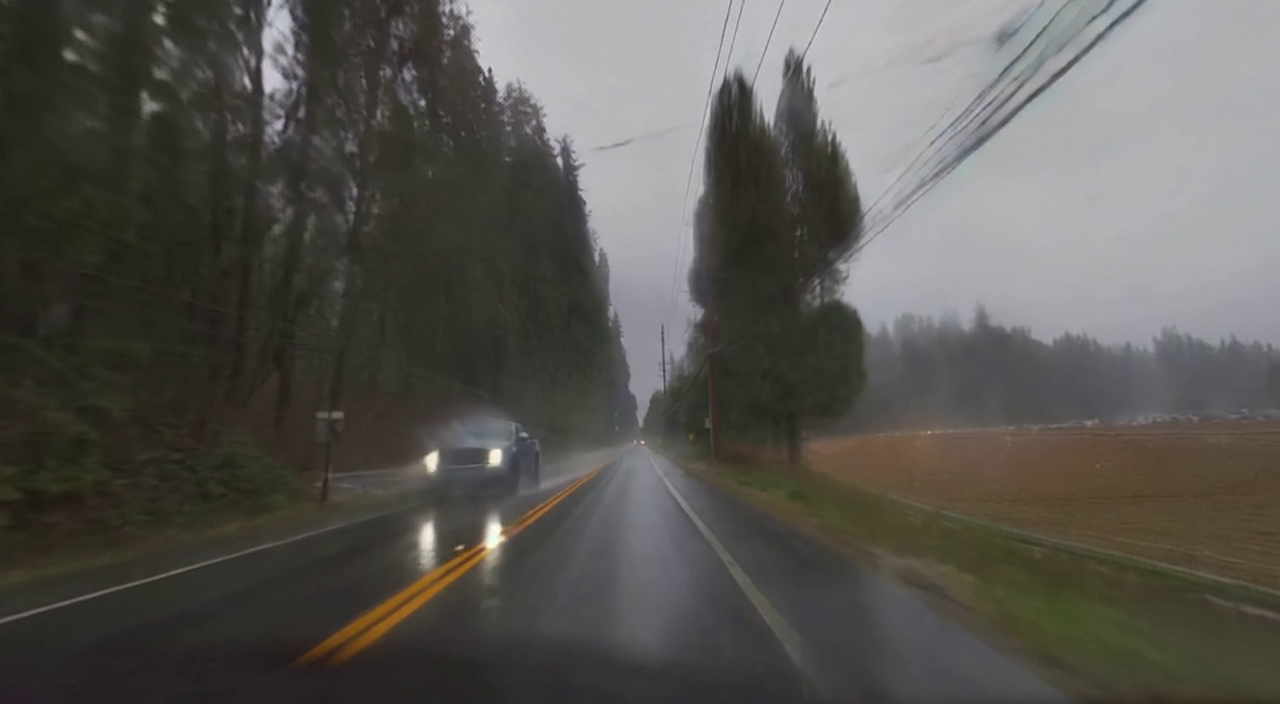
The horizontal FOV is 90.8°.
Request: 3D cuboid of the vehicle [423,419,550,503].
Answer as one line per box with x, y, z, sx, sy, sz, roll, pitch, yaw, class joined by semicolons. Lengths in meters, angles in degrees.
-3.998;2.965;17.522;2.331;1.961;4.966;0;-9;-1;vehicle
